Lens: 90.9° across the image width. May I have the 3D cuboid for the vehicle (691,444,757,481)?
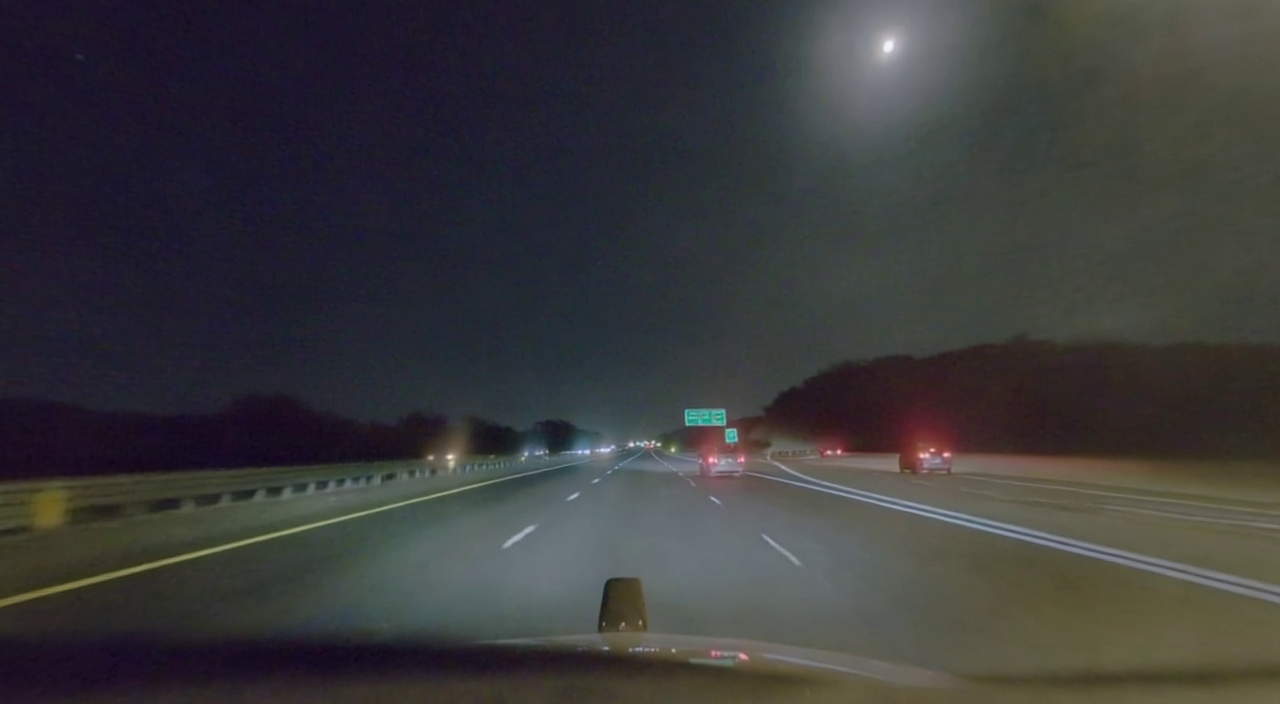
[{"bbox_3d":[3.511,4.726,27.375,2.193,1.462,4.533,0,-8,-1],"label":"vehicle"}]
